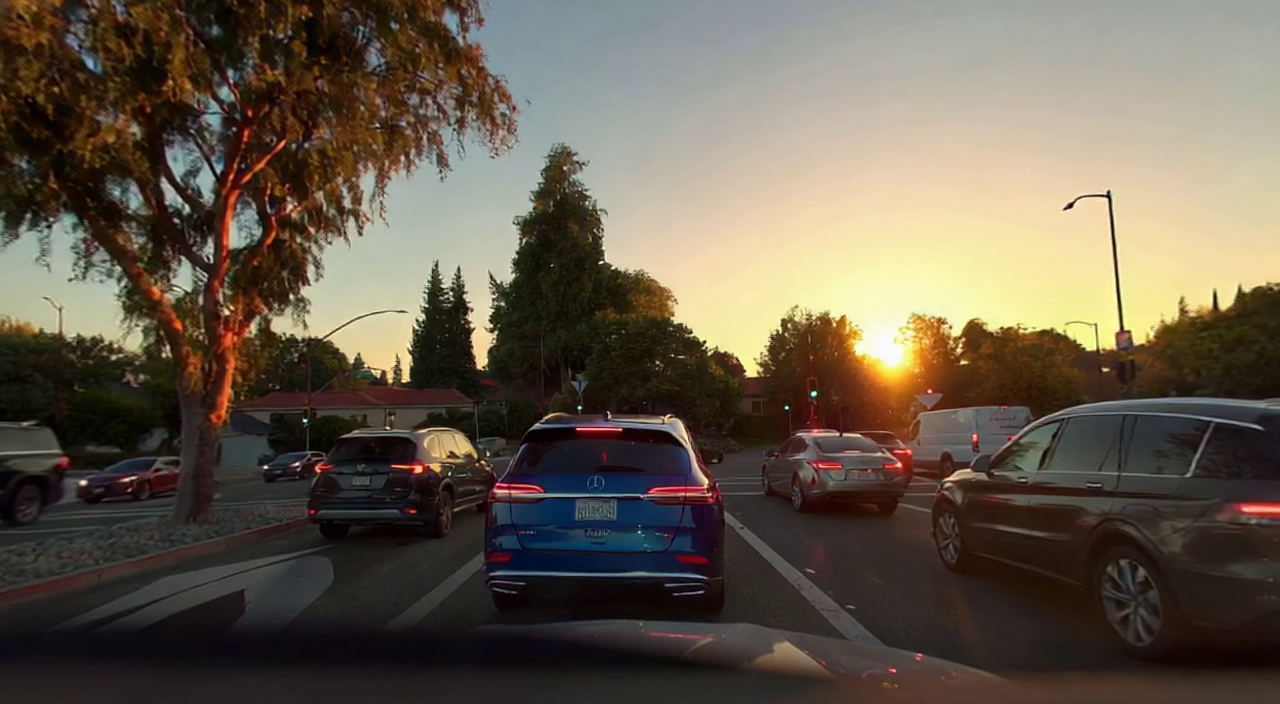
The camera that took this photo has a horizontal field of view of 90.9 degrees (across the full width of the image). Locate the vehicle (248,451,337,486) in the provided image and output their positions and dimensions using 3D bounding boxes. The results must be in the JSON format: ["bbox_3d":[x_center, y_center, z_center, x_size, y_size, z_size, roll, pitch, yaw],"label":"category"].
[{"bbox_3d":[-15.703,5.251,28.756,1.774,1.468,3.863,0,-8,1],"label":"vehicle"}]

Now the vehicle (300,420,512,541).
[{"bbox_3d":[-3.759,2.143,11.152,2.012,1.701,4.316,0,-8,1],"label":"vehicle"}]

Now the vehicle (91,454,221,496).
[{"bbox_3d":[-19.763,5.015,26.042,1.821,1.503,4.384,0,-8,0],"label":"vehicle"}]

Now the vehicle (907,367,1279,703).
[{"bbox_3d":[4.156,1.264,5.379,2.014,1.740,4.515,0,-8,4],"label":"vehicle"}]

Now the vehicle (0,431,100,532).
[{"bbox_3d":[-12.203,2.203,10.635,1.966,1.757,4.622,0,-8,2],"label":"vehicle"}]

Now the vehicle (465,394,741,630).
[{"bbox_3d":[-0.163,1.470,6.736,2.022,1.700,4.084,0,-8,3],"label":"vehicle"}]

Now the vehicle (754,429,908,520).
[{"bbox_3d":[3.682,2.423,12.960,1.847,1.554,3.885,0,-8,-2],"label":"vehicle"}]
